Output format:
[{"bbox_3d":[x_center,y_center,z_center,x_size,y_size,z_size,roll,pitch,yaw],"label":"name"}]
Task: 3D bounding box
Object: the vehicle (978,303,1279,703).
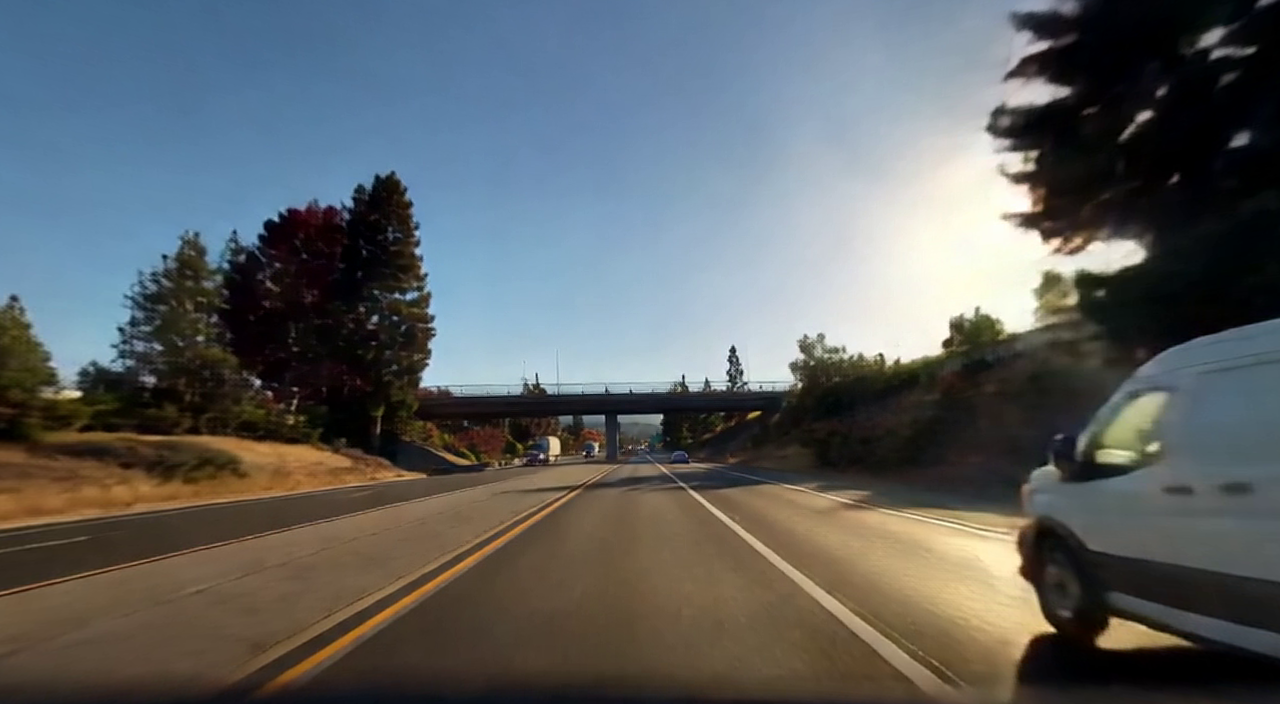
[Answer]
[{"bbox_3d":[3.867,0.742,2.391,2.152,1.998,5.380,0,-9,0],"label":"vehicle"}]
